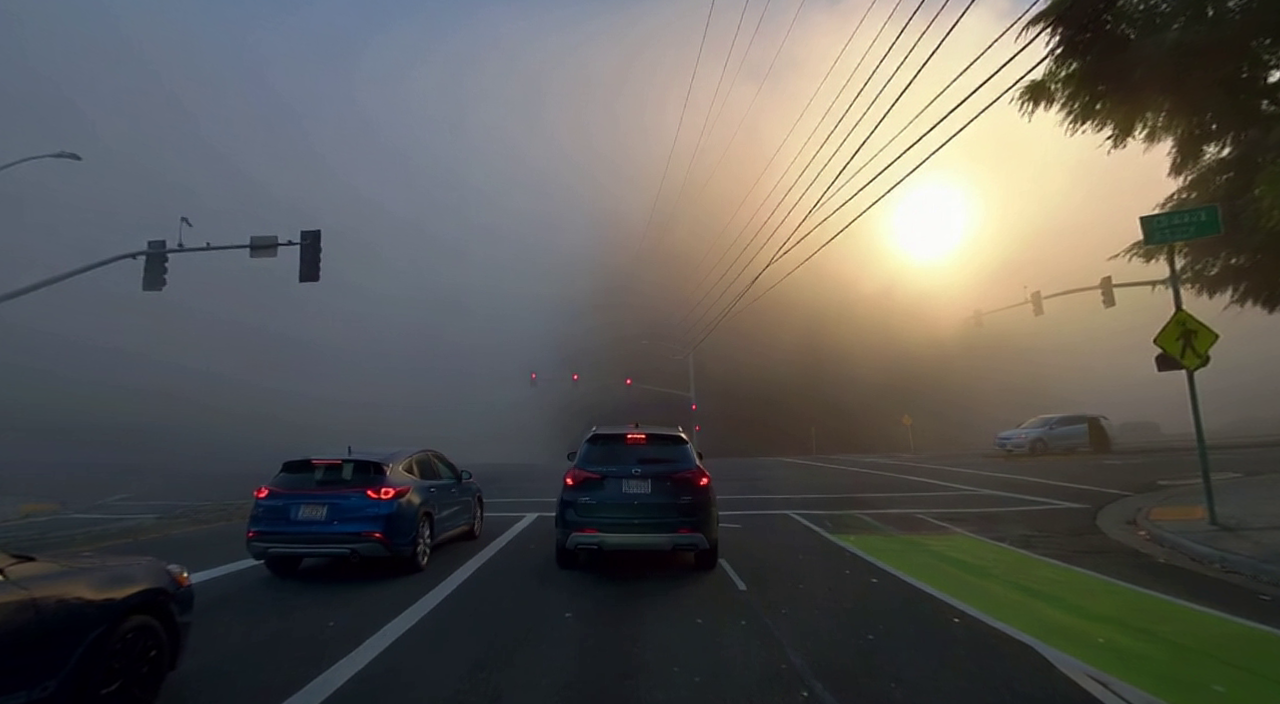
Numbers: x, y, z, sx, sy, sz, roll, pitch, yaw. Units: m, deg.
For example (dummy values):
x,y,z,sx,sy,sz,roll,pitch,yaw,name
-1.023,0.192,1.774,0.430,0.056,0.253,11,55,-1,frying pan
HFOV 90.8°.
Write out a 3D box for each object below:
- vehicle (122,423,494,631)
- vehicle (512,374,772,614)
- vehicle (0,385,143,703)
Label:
x,y,z,sx,sy,sz,roll,pitch,yaw,name
-2.915,1.613,6.660,1.726,1.506,3.840,0,-10,1,vehicle
-0.020,1.554,7.666,2.036,1.885,5.196,0,-10,-1,vehicle
-3.472,0.592,0.329,2.138,1.488,5.327,0,-8,0,vehicle
